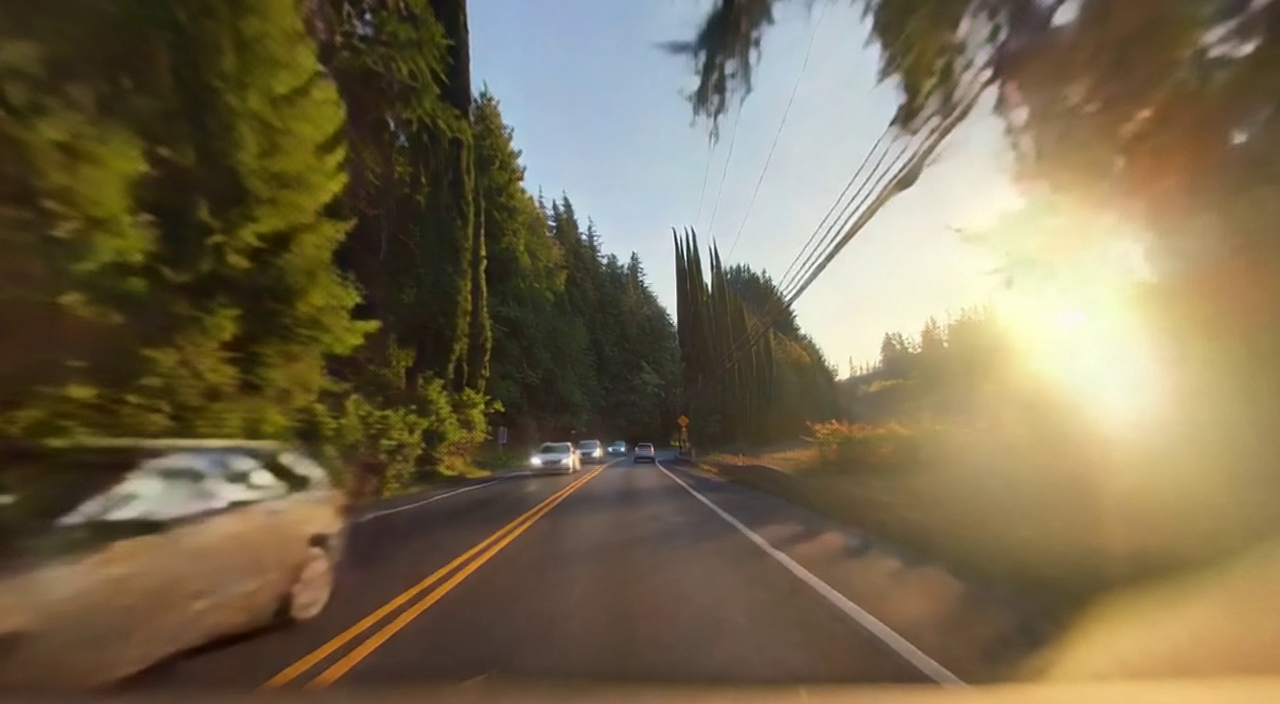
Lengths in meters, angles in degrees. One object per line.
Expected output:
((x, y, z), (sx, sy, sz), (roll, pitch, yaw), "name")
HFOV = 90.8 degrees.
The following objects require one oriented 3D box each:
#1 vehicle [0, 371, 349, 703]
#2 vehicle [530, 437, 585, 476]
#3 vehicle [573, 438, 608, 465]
((-3.920, 1.143, 4.037), (2.155, 1.727, 4.142), (0, -9, -1), "vehicle")
((-3.894, 5.008, 30.435), (2.013, 1.743, 4.205), (0, -9, 0), "vehicle")
((-3.599, 7.332, 46.674), (2.120, 1.821, 4.650), (0, -9, 1), "vehicle")
